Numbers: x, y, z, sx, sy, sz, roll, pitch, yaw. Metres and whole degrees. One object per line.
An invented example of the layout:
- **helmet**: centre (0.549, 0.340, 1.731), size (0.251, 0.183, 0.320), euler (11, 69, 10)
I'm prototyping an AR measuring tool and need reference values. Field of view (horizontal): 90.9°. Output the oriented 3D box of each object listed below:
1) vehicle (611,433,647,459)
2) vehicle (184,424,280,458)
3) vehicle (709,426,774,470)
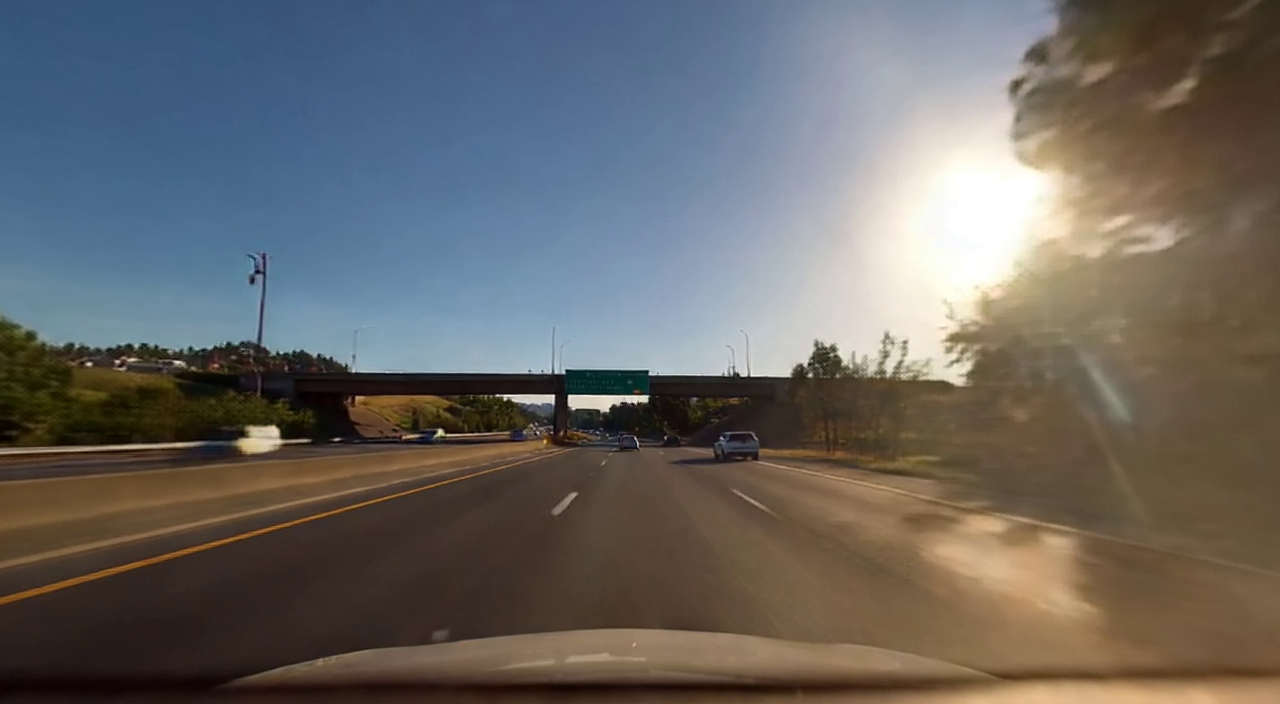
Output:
- **vehicle**: centre (-0.685, 5.472, 36.789), size (1.987, 1.440, 3.565), euler (0, -8, -2)
- **vehicle**: centre (-21.175, 4.635, 32.993), size (1.992, 1.646, 4.656), euler (0, -8, -1)
- **vehicle**: centre (3.962, 3.814, 25.244), size (1.892, 1.600, 3.782), euler (0, -8, -2)
